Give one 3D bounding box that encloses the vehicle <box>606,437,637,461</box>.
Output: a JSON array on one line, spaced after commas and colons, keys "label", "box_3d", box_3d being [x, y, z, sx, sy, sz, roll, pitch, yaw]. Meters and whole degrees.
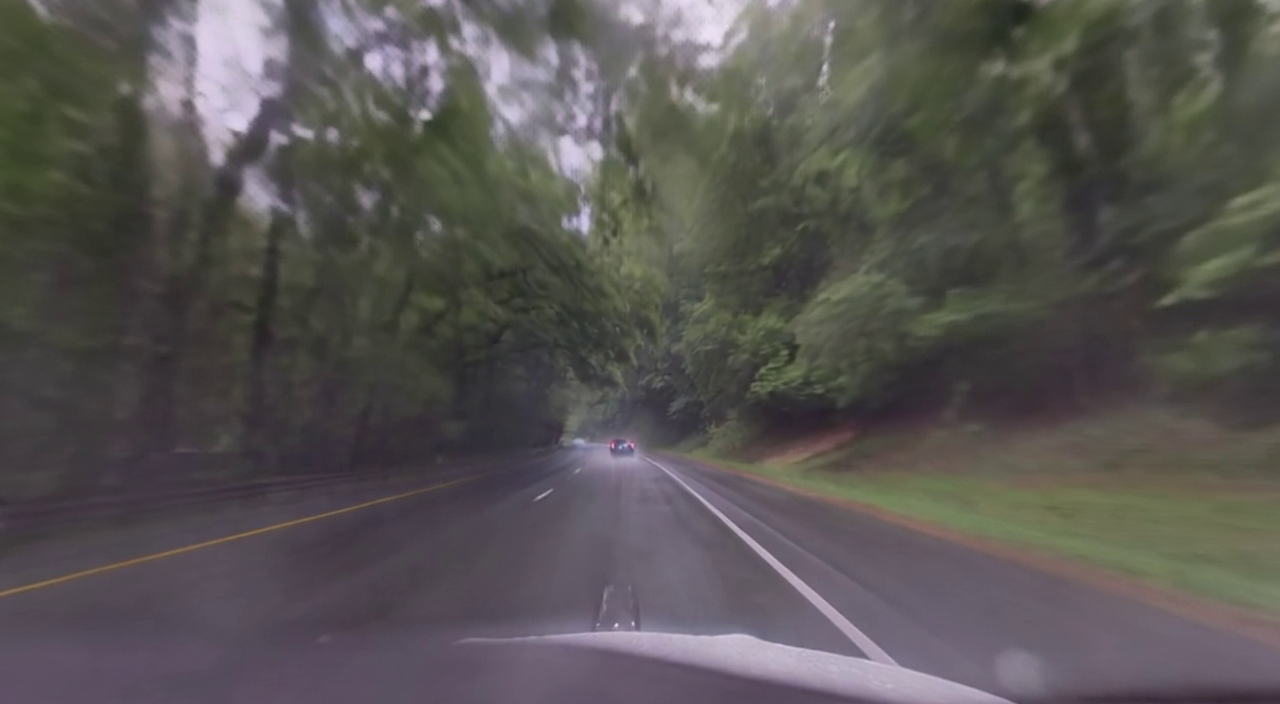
[{"label": "vehicle", "box_3d": [-1.315, 6.636, 43.320, 2.004, 1.515, 3.968, 0, -8, -3]}]
